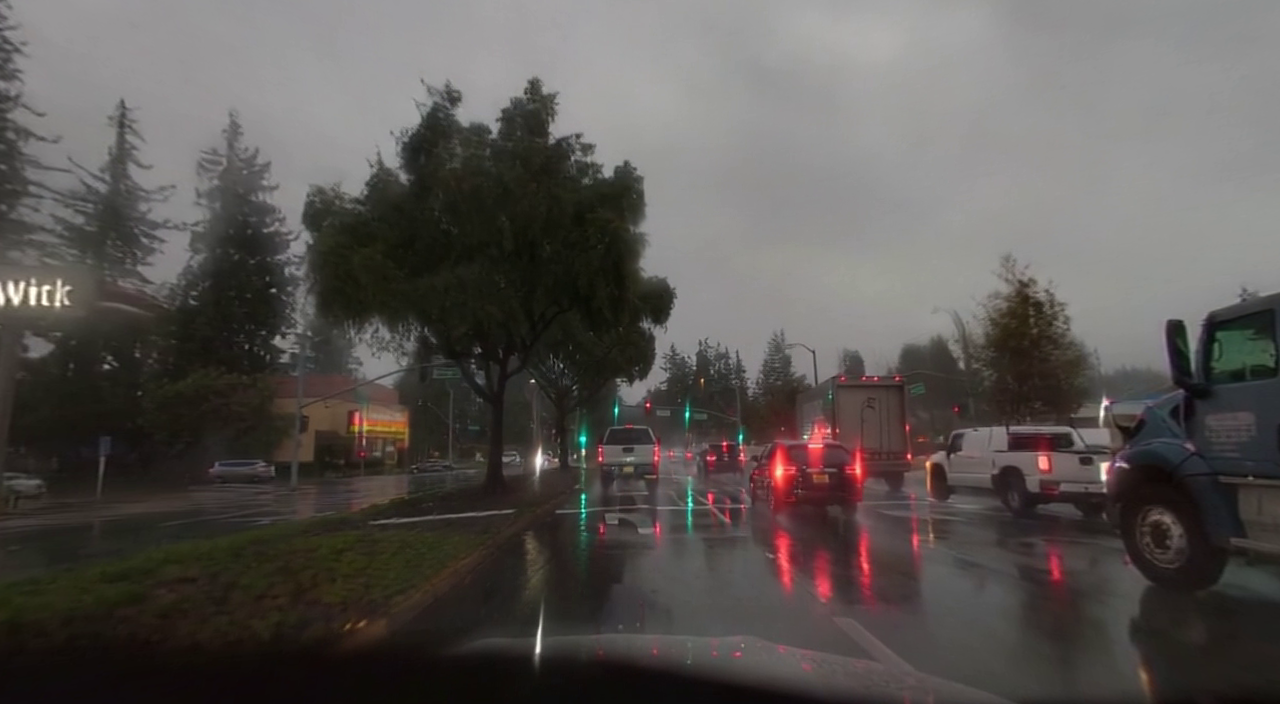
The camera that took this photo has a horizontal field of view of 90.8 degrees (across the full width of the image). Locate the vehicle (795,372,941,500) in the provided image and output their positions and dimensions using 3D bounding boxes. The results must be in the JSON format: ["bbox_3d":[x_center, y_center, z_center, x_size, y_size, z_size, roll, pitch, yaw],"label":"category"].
[{"bbox_3d":[8.000,3.282,24.042,2.970,3.681,11.138,-2,-9,9],"label":"vehicle"}]

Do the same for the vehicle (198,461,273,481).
[{"bbox_3d":[-31.781,9.326,49.708,4.457,1.434,1.949,0,-9,-1],"label":"vehicle"}]

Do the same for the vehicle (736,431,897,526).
[{"bbox_3d":[3.393,2.543,13.312,1.905,1.587,4.998,0,-9,0],"label":"vehicle"}]

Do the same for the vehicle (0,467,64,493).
[{"bbox_3d":[-38.188,7.815,38.666,4.150,1.474,1.826,-1,-9,6],"label":"vehicle"}]

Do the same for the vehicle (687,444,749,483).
[{"bbox_3d":[3.155,4.588,26.338,1.922,1.483,4.436,0,-9,-1],"label":"vehicle"}]

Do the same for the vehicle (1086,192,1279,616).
[{"bbox_3d":[6.475,0.139,3.254,2.802,3.322,7.429,0,-9,0],"label":"vehicle"}]

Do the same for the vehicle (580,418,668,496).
[{"bbox_3d":[-0.488,3.389,20.636,2.499,2.183,5.111,0,-9,-1],"label":"vehicle"}]

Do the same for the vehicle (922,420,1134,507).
[{"bbox_3d":[10.232,3.004,17.459,2.163,1.973,5.692,0,-9,-1],"label":"vehicle"}]
